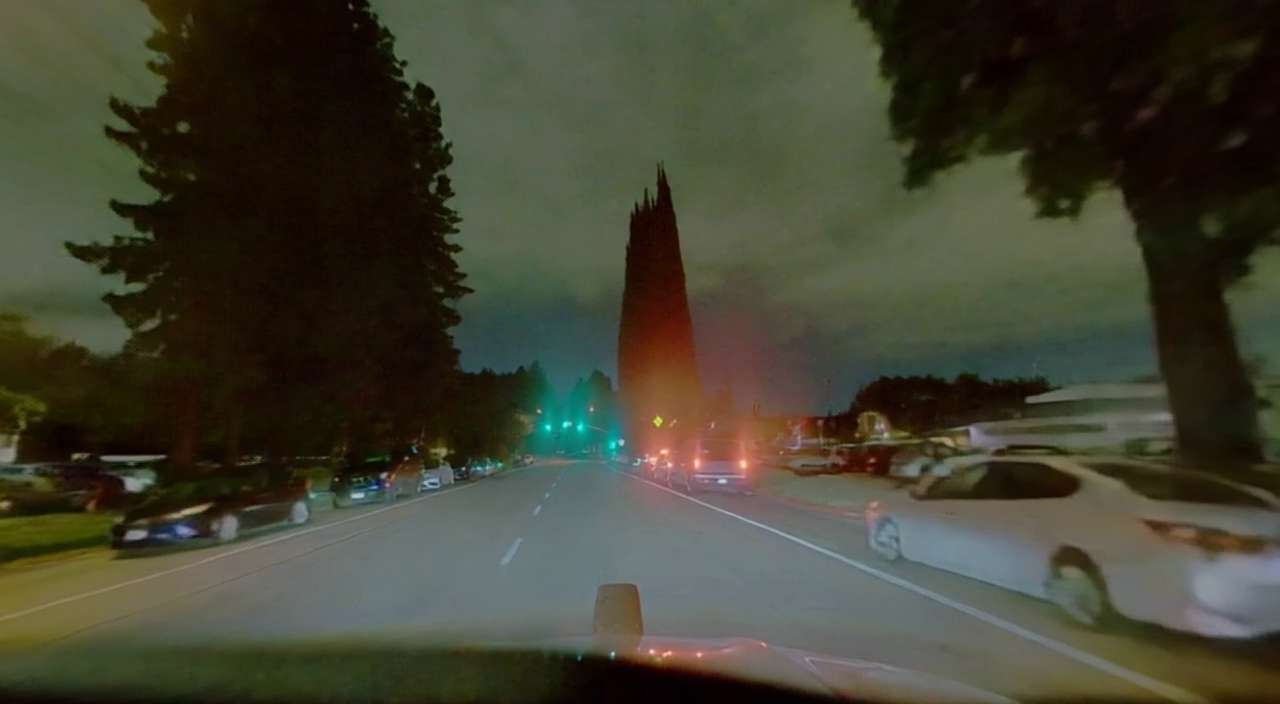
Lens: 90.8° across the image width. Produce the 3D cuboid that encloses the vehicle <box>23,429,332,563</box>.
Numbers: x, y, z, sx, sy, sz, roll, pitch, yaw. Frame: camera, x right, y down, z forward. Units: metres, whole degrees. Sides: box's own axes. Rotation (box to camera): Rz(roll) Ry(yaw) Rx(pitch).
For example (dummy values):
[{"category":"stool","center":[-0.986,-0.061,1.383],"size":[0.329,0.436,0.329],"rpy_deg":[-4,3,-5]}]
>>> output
[{"category":"vehicle","center":[-8.019,2.606,11.920],"size":[2.171,1.838,5.344],"rpy_deg":[-1,-11,-6]}]

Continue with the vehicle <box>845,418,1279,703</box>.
[{"category":"vehicle","center":[3.920,1.484,5.918],"size":[2.016,1.509,4.789],"rpy_deg":[1,-9,-5]}]

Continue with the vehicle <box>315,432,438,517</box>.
[{"category":"vehicle","center":[-8.642,3.928,21.352],"size":[2.382,2.223,5.472],"rpy_deg":[-3,-6,-7]}]

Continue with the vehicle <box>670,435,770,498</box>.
[{"category":"vehicle","center":[2.555,3.864,21.814],"size":[2.255,1.863,5.629],"rpy_deg":[1,-9,-5]}]
